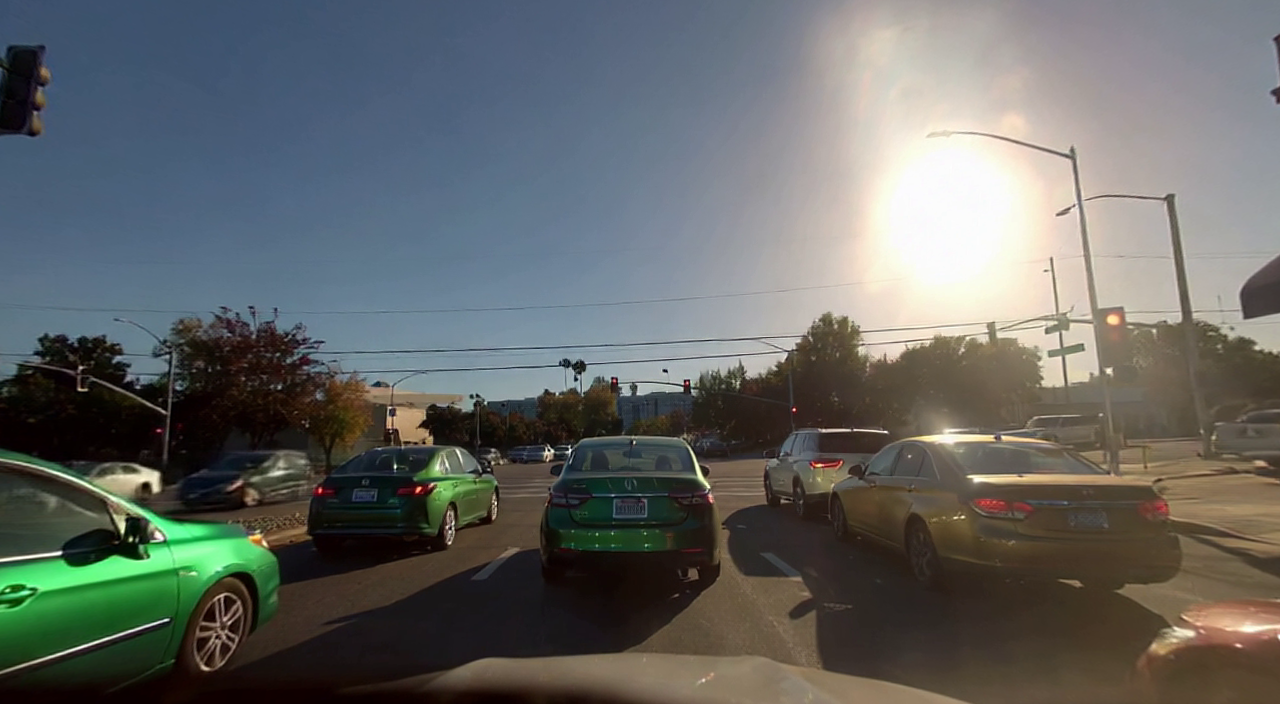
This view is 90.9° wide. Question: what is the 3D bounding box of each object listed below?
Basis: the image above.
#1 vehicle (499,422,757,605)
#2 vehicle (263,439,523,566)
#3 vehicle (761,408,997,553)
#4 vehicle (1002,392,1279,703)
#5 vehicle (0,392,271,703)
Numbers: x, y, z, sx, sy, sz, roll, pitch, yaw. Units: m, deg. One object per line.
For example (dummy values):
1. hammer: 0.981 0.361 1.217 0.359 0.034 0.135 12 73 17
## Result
1. vehicle: -0.117 1.657 7.389 2.140 1.499 4.119 0 -8 0
2. vehicle: -3.287 2.074 9.549 1.995 1.436 4.373 -1 -8 3
3. vehicle: 3.320 1.873 9.841 1.992 1.744 4.183 0 -8 0
4. vehicle: 3.943 0.972 3.100 1.800 1.519 4.198 0 -8 0
5. vehicle: -3.475 0.854 1.846 2.016 1.547 4.414 0 -8 1
